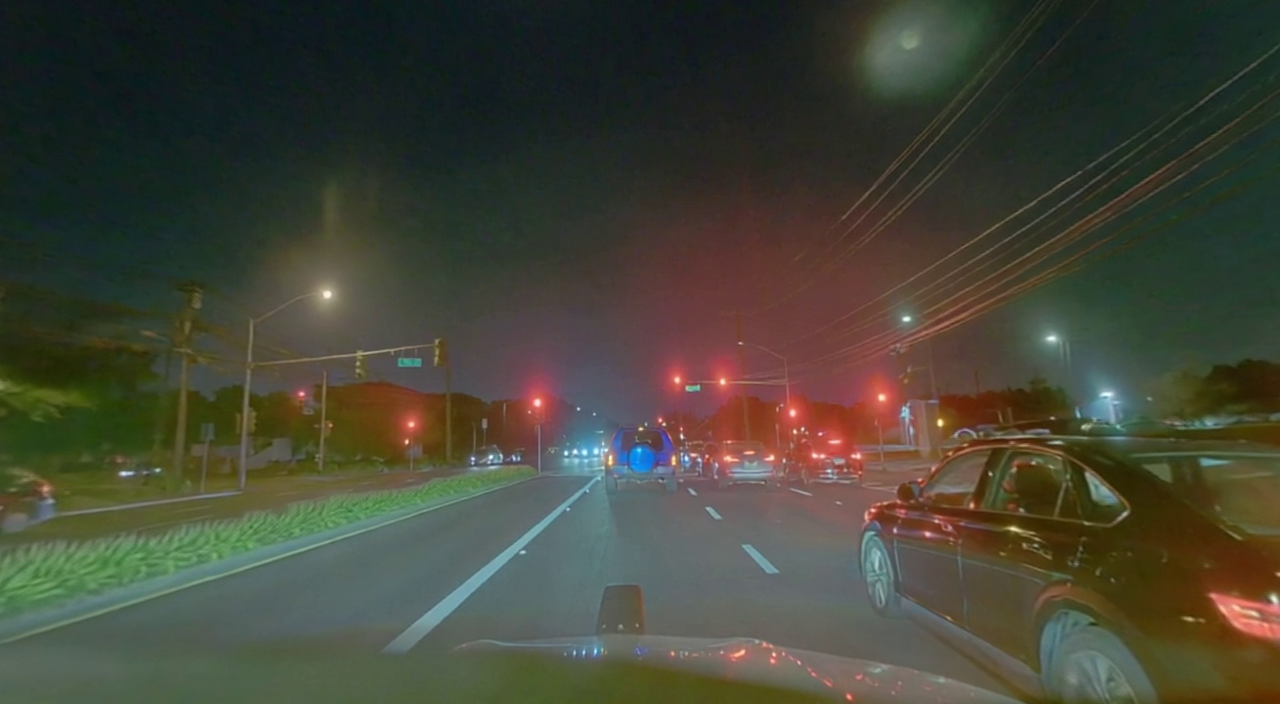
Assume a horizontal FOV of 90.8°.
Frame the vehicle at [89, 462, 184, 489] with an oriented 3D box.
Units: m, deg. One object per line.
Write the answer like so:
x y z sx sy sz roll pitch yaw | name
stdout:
-33.212 8.151 41.777 4.550 1.601 1.766 1 -9 -5 | vehicle

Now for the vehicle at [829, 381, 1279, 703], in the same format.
2.770 1.088 3.578 2.004 1.460 4.297 0 -9 -1 | vehicle

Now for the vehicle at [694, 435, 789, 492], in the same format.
2.861 3.273 18.844 2.025 1.477 4.333 0 -9 -2 | vehicle

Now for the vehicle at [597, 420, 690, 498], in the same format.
0.078 2.939 17.703 2.236 1.856 4.816 0 -9 0 | vehicle
